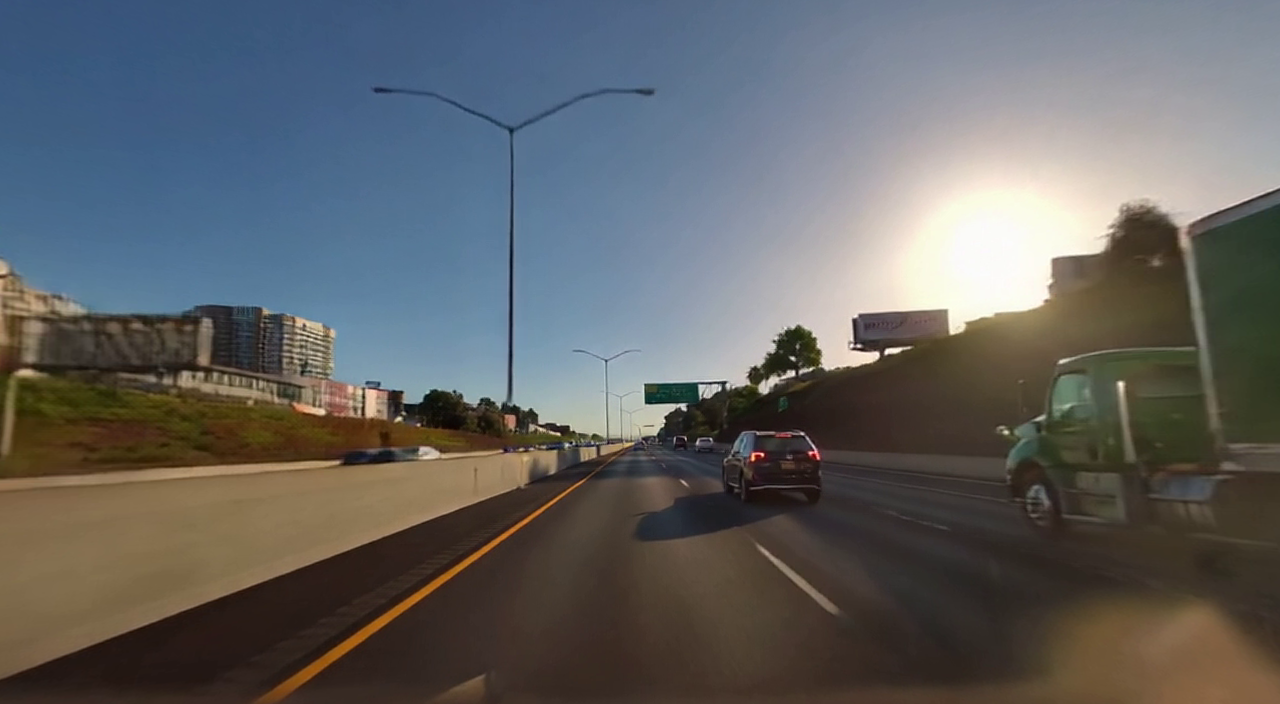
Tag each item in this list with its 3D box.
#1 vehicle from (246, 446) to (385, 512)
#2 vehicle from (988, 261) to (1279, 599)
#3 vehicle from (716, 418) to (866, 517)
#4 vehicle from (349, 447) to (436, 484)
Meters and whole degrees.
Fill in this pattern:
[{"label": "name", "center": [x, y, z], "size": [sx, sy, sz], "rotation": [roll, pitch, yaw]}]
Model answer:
[{"label": "vehicle", "center": [-7.640, 2.981, 15.227], "size": [1.554, 1.386, 3.320], "rotation": [0, -8, 0]}, {"label": "vehicle", "center": [7.118, 0.876, 6.855], "size": [3.054, 2.924, 6.178], "rotation": [0, -9, 0]}, {"label": "vehicle", "center": [2.916, 2.350, 13.321], "size": [1.973, 1.710, 4.476], "rotation": [0, -8, -1]}, {"label": "vehicle", "center": [-10.967, 5.044, 28.360], "size": [2.140, 1.485, 4.360], "rotation": [0, -9, 0]}]
